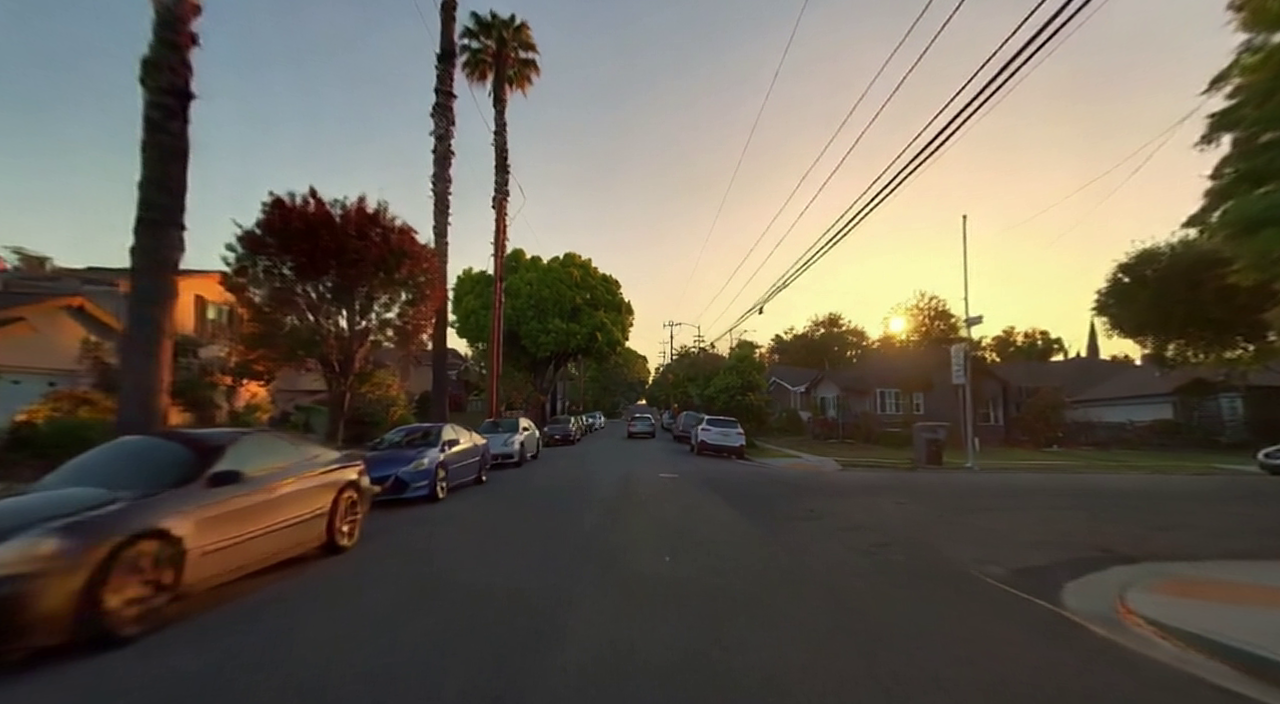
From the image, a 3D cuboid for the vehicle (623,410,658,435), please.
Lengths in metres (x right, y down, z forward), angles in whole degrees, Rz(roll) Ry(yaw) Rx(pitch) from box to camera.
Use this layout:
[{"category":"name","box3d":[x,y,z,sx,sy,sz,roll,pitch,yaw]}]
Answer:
[{"category":"vehicle","box3d":[0.024,4.602,40.681,2.081,1.483,4.599,0,-8,0]}]

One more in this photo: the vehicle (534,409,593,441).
[{"category":"vehicle","box3d":[-3.909,3.913,33.227,2.130,1.543,5.386,-1,-8,3]}]

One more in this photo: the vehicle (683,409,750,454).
[{"category":"vehicle","box3d":[2.953,3.238,25.418,2.060,1.614,4.652,0,-8,-1]}]

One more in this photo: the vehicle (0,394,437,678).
[{"category":"vehicle","box3d":[-4.101,1.379,6.273,2.157,1.487,5.718,-1,-8,2]}]

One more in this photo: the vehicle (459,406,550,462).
[{"category":"vehicle","box3d":[-4.137,2.646,20.200,1.769,1.551,5.040,0,-8,0]}]
